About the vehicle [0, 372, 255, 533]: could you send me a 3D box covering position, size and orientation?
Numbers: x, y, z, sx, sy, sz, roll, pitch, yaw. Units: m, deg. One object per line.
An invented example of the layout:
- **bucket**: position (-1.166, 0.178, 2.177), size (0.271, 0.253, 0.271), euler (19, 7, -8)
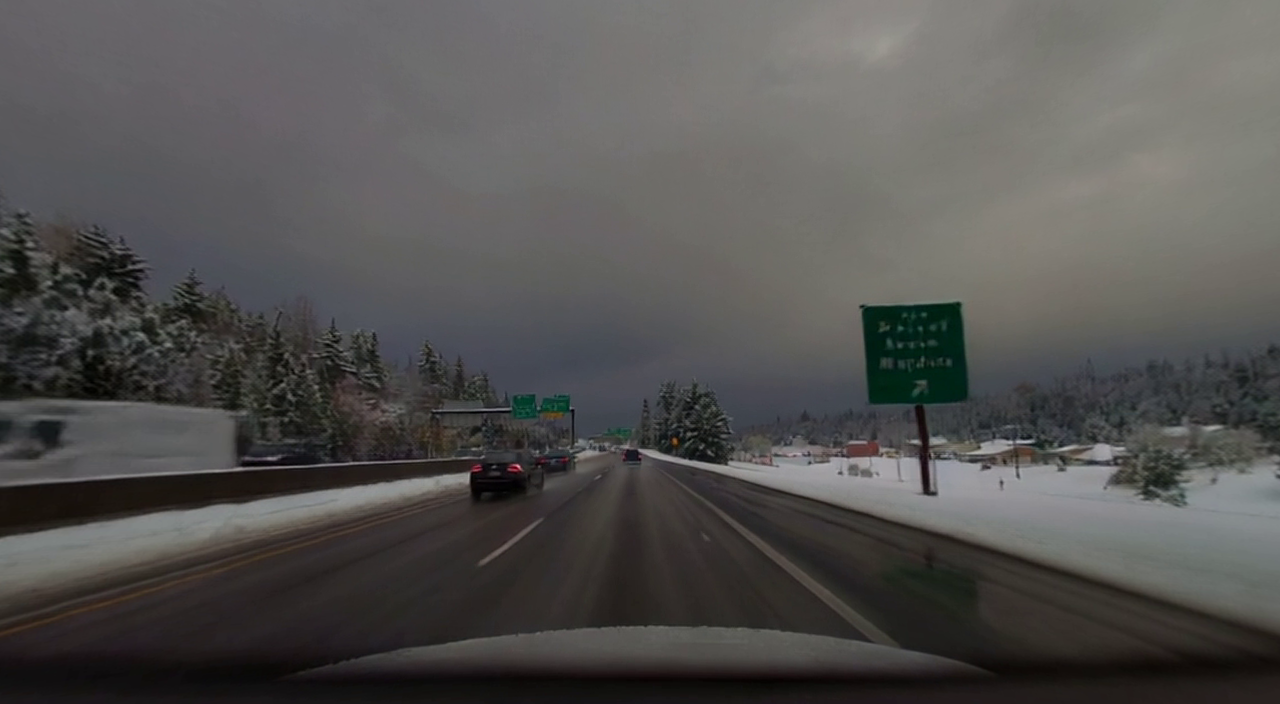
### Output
- **vehicle**: position (-13.450, 2.426, 15.490), size (3.032, 2.987, 7.725), euler (0, -8, 0)

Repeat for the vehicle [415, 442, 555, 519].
- **vehicle**: position (-3.402, 2.906, 14.899), size (2.067, 1.509, 4.551), euler (0, -8, 1)

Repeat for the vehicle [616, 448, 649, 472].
- **vehicle**: position (-0.489, 7.173, 42.030), size (2.100, 1.471, 3.956), euler (0, -8, -1)

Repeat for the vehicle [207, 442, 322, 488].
- **vehicle**: position (-17.565, 5.272, 29.934), size (2.117, 1.959, 5.557), euler (0, -8, -1)
